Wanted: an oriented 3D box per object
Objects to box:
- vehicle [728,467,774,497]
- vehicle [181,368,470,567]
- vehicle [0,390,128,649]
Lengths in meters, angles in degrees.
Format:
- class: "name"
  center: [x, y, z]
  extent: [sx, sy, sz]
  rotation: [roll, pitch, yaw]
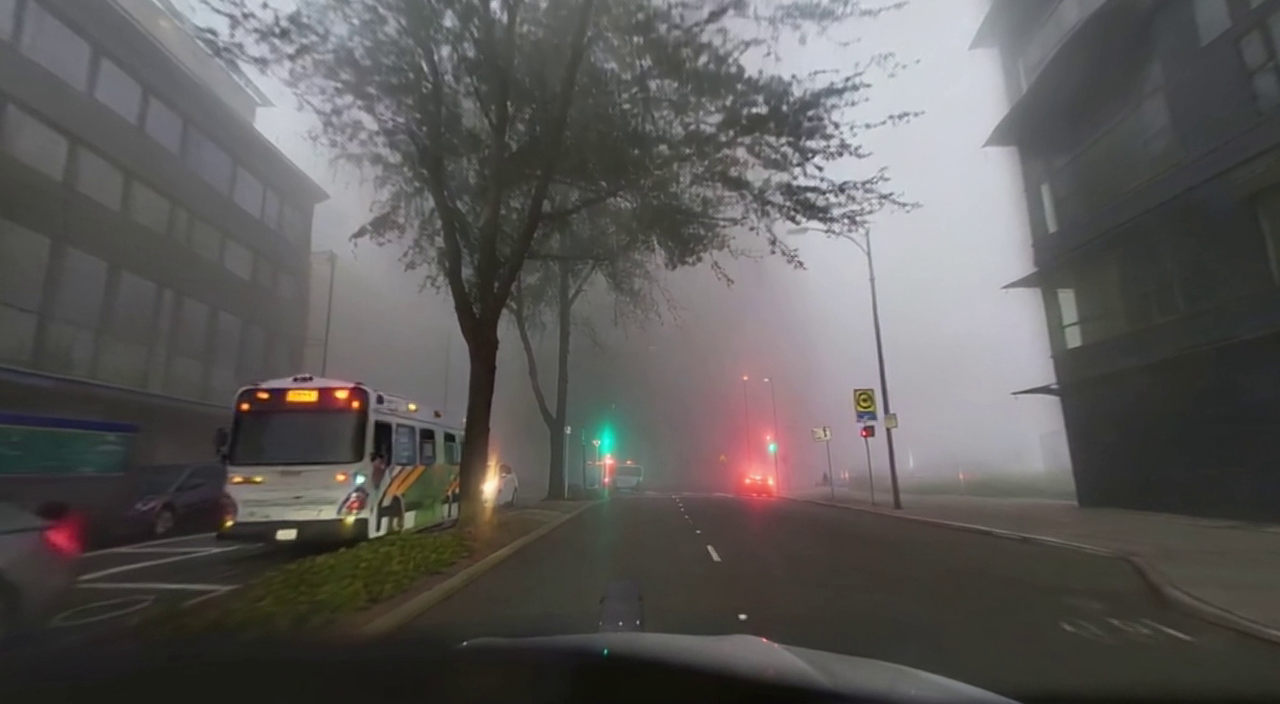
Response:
- class: "vehicle"
  center: [6.430, 7.585, 37.065]
  extent: [1.888, 1.536, 4.381]
  rotation: [0, -9, -1]
- class: "vehicle"
  center: [-5.086, 2.007, 11.599]
  extent: [2.268, 2.708, 5.699]
  rotation: [0, -9, 1]
- class: "vehicle"
  center: [-5.640, 1.022, 3.301]
  extent: [1.988, 1.855, 4.599]
  rotation: [0, -9, 1]
